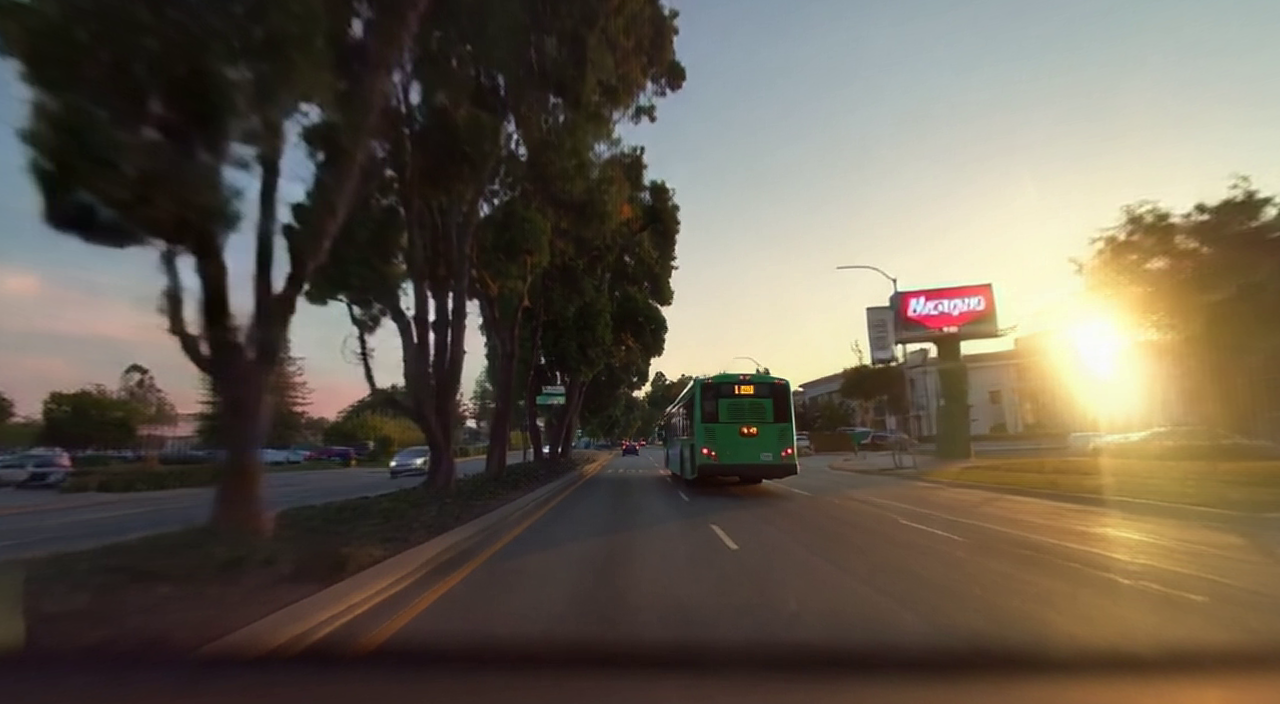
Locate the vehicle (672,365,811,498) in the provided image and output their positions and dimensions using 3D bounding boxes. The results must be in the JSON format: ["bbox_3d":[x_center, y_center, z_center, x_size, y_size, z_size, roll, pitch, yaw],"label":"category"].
[{"bbox_3d":[2.755,2.650,20.395,2.766,3.306,9.281,0,-8,-1],"label":"vehicle"}]

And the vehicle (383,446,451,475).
[{"bbox_3d":[-12.406,6.033,35.374,2.081,1.492,4.668,0,-8,1],"label":"vehicle"}]

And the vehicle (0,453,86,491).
[{"bbox_3d":[-31.894,6.156,32.465,2.119,1.714,4.993,-3,-8,0],"label":"vehicle"}]

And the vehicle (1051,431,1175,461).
[{"bbox_3d":[23.962,4.764,32.019,4.659,1.434,1.900,-1,-8,2],"label":"vehicle"}]

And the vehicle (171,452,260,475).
[{"bbox_3d":[-31.868,8.319,47.359,1.983,1.531,5.126,-8,-11,43],"label":"vehicle"}]
